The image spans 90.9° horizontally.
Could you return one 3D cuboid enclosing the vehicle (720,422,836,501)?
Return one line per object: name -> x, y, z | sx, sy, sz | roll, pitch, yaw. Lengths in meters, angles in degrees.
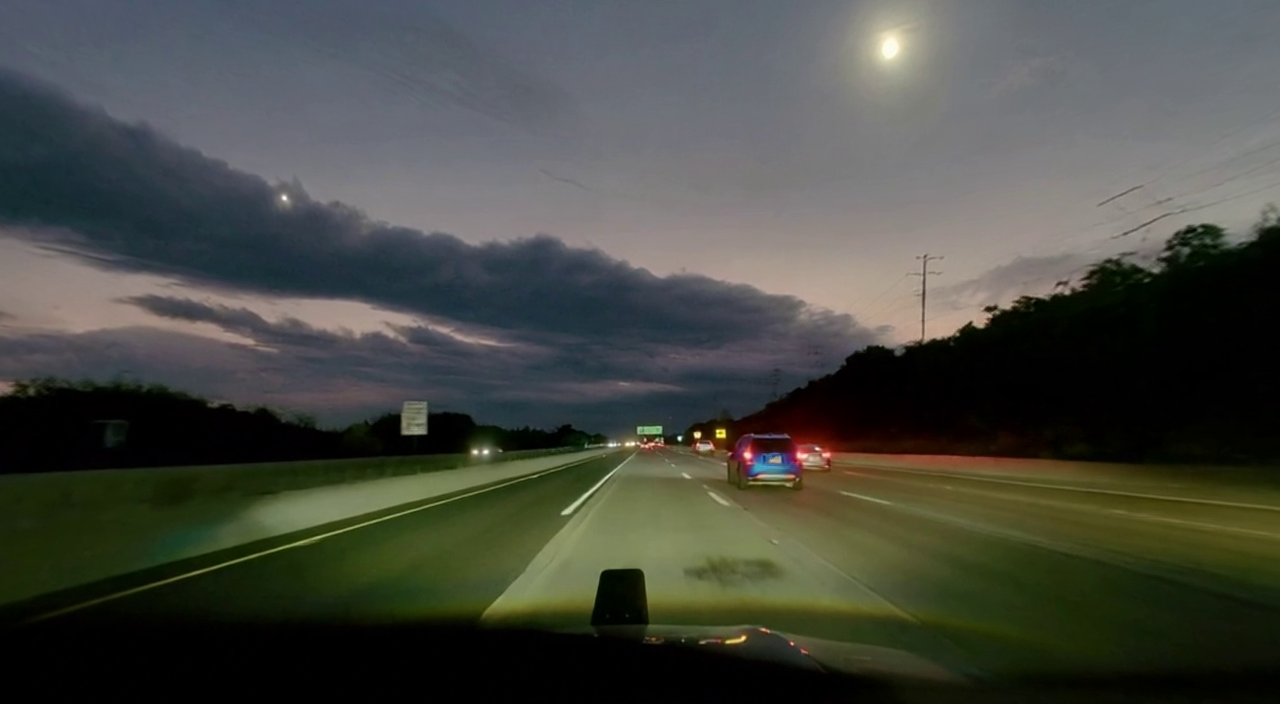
vehicle -> 3.526, 2.882, 17.035 | 2.120, 1.832, 4.287 | 0, -8, 0
